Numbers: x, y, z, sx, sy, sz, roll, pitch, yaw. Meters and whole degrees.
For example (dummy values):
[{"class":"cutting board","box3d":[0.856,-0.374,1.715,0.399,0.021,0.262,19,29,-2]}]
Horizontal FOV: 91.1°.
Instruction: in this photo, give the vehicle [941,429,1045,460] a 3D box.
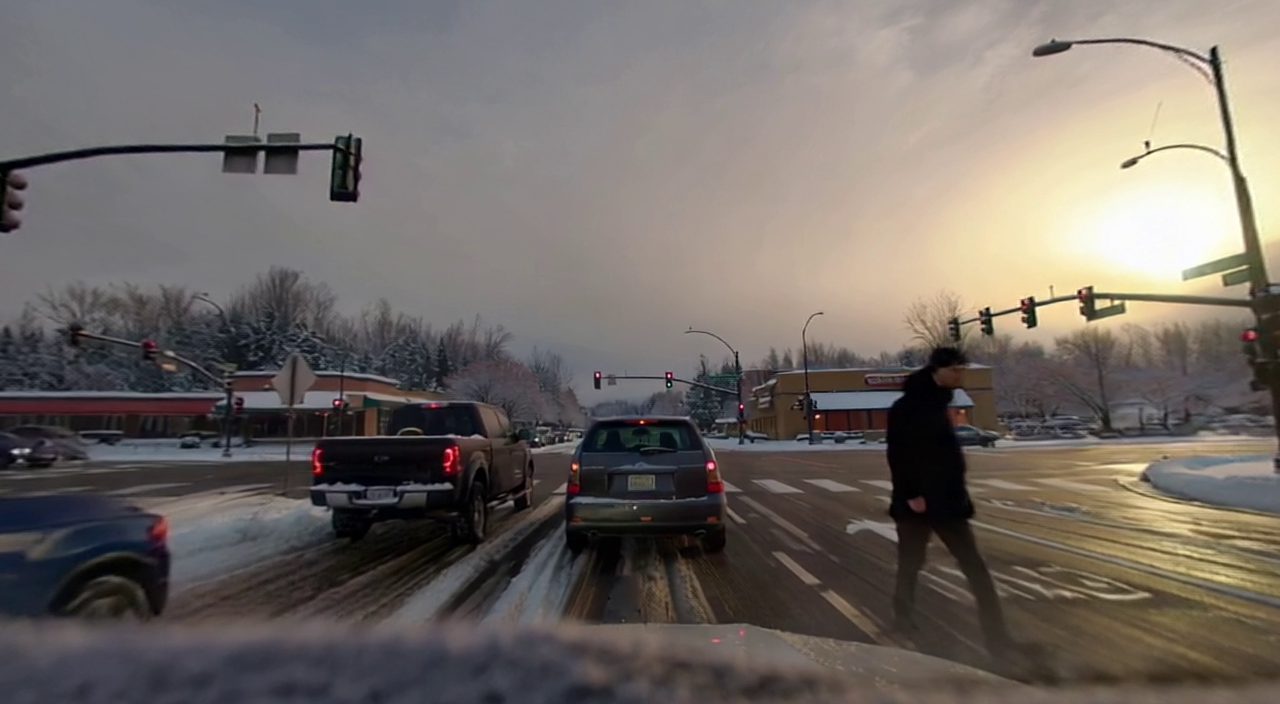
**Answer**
[{"class":"vehicle","box3d":[19.448,5.112,34.716,4.624,1.601,1.871,1,-8,-3]}]

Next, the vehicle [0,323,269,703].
[{"class":"vehicle","box3d":[-3.339,0.654,1.593,2.006,1.707,4.448,0,-8,1]}]

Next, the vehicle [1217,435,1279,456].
[{"class":"vehicle","box3d":[44.935,6.770,45.534,4.396,1.479,1.778,1,-8,-2]}]

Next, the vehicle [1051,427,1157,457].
[{"class":"vehicle","box3d":[28.088,5.477,38.133,4.849,1.759,2.041,1,-8,-3]}]

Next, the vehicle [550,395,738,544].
[{"class":"vehicle","box3d":[-0.005,1.722,9.784,2.204,1.738,4.690,0,-8,-1]}]

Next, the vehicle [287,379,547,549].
[{"class":"vehicle","box3d":[-2.897,1.627,9.632,2.220,1.926,4.870,0,-8,-1]}]
